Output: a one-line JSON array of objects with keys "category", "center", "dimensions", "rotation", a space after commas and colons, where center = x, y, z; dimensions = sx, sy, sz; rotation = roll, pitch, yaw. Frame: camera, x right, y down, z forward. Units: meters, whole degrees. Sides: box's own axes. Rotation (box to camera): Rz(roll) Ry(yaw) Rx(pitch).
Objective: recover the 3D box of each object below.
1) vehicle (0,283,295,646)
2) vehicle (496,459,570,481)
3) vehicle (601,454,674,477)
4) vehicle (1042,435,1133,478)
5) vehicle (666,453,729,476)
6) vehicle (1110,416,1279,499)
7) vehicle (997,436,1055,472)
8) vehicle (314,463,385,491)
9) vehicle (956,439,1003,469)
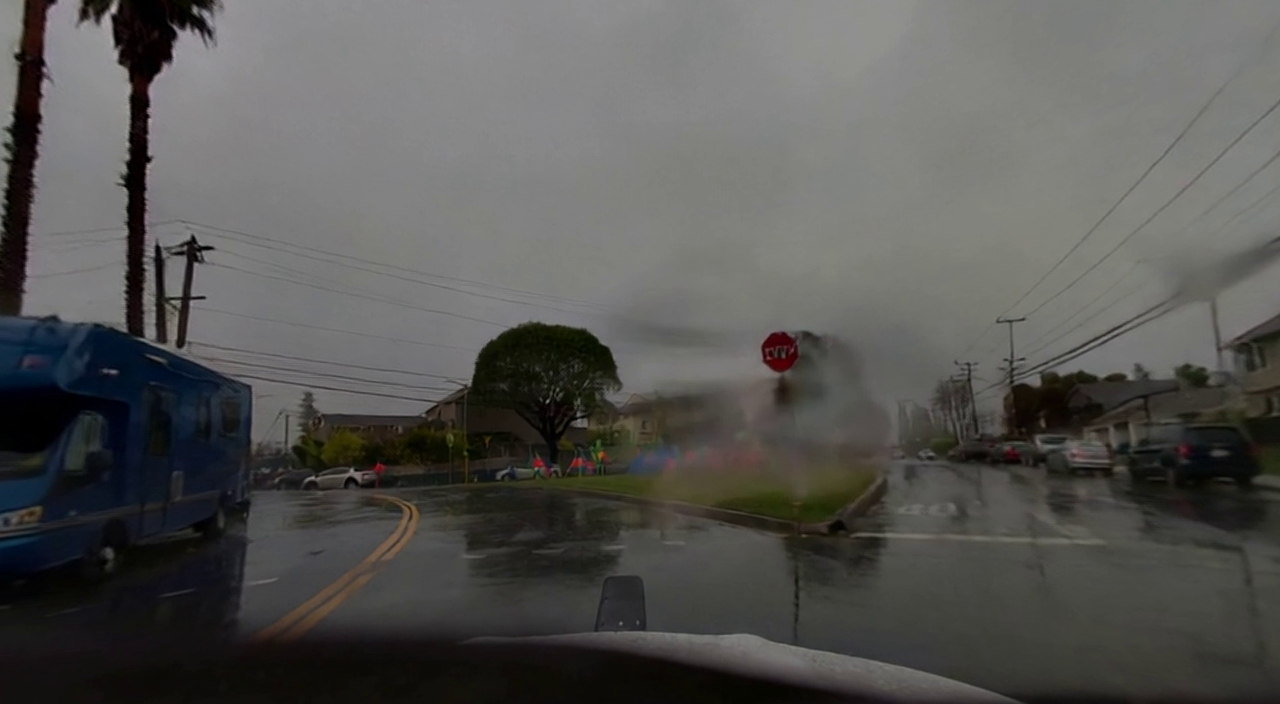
[{"category": "vehicle", "center": [-9.495, 1.653, 11.583], "dimensions": [3.216, 3.720, 11.364], "rotation": [1, -6, -17]}, {"category": "vehicle", "center": [-7.500, 8.319, 44.477], "dimensions": [4.966, 1.377, 1.739], "rotation": [0, -7, -4]}, {"category": "vehicle", "center": [-0.199, 8.186, 45.688], "dimensions": [4.952, 1.472, 1.837], "rotation": [2, -8, -18]}, {"category": "vehicle", "center": [20.291, 4.725, 28.893], "dimensions": [2.016, 1.687, 4.272], "rotation": [-3, -7, 16]}, {"category": "vehicle", "center": [4.344, 8.483, 47.673], "dimensions": [4.461, 1.417, 1.781], "rotation": [2, -7, -26]}, {"category": "vehicle", "center": [16.206, 2.944, 18.605], "dimensions": [2.451, 2.076, 4.928], "rotation": [-3, -7, 21]}, {"category": "vehicle", "center": [23.403, 6.130, 38.498], "dimensions": [1.974, 1.894, 4.810], "rotation": [-3, -6, 19]}, {"category": "vehicle", "center": [-21.066, 9.041, 45.838], "dimensions": [4.586, 1.784, 1.890], "rotation": [-2, -7, 19]}, {"category": "vehicle", "center": [26.737, 7.999, 49.909], "dimensions": [2.094, 1.992, 4.941], "rotation": [-2, -6, 14]}]
